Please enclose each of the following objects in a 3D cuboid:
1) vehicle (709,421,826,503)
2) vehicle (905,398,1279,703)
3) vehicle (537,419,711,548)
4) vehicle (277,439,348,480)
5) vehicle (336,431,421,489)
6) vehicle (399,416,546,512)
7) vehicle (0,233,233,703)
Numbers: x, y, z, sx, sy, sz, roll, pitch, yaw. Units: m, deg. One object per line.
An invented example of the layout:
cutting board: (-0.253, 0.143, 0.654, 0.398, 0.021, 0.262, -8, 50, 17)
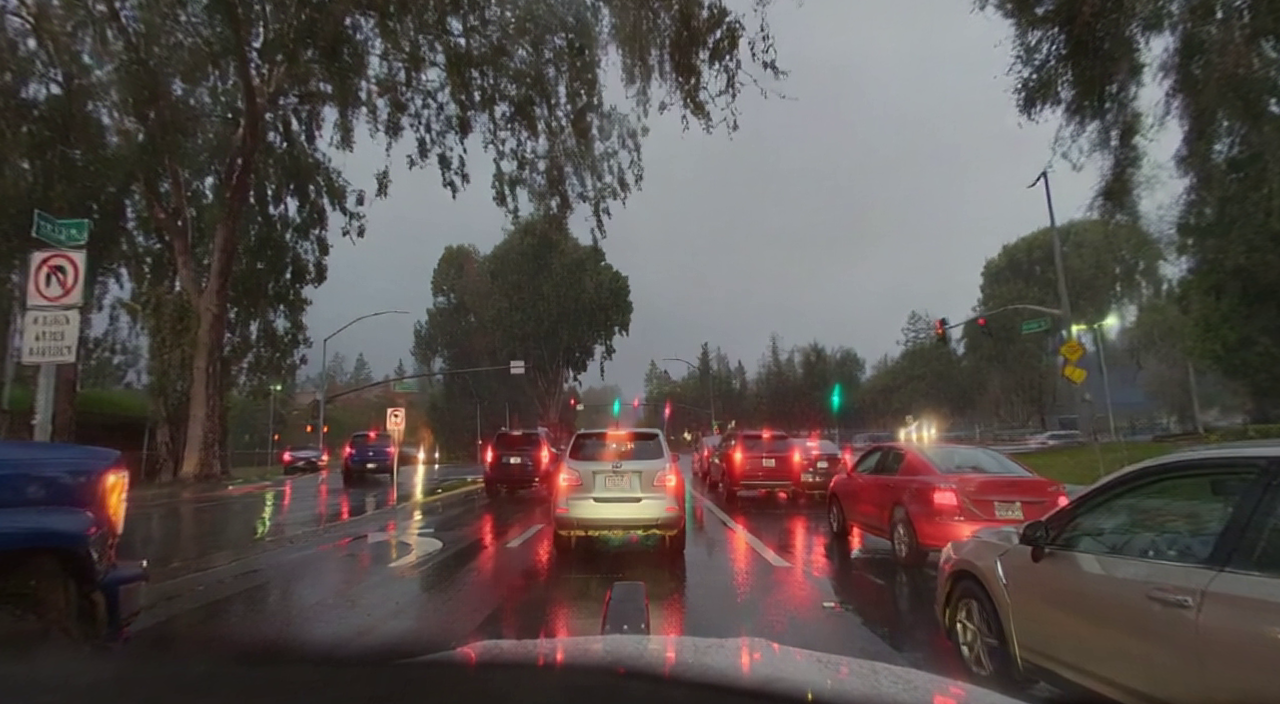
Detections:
vehicle: (3.140, 2.839, 16.636, 2.102, 1.841, 4.587, 0, -8, 0)
vehicle: (3.014, 0.963, 2.511, 1.874, 1.477, 4.698, 0, -8, 0)
vehicle: (-0.218, 1.935, 9.886, 2.194, 1.607, 3.690, 0, -8, 0)
vehicle: (-16.092, 5.183, 30.819, 2.256, 1.799, 4.831, 6, -10, -36)
vehicle: (-9.081, 3.750, 22.297, 2.088, 1.787, 4.728, 2, -9, -15)
vehicle: (-3.622, 2.529, 14.667, 2.089, 1.857, 4.488, 0, -8, 1)
vehicle: (-3.477, 0.360, 0.310, 2.656, 2.021, 5.800, 0, -8, 0)
